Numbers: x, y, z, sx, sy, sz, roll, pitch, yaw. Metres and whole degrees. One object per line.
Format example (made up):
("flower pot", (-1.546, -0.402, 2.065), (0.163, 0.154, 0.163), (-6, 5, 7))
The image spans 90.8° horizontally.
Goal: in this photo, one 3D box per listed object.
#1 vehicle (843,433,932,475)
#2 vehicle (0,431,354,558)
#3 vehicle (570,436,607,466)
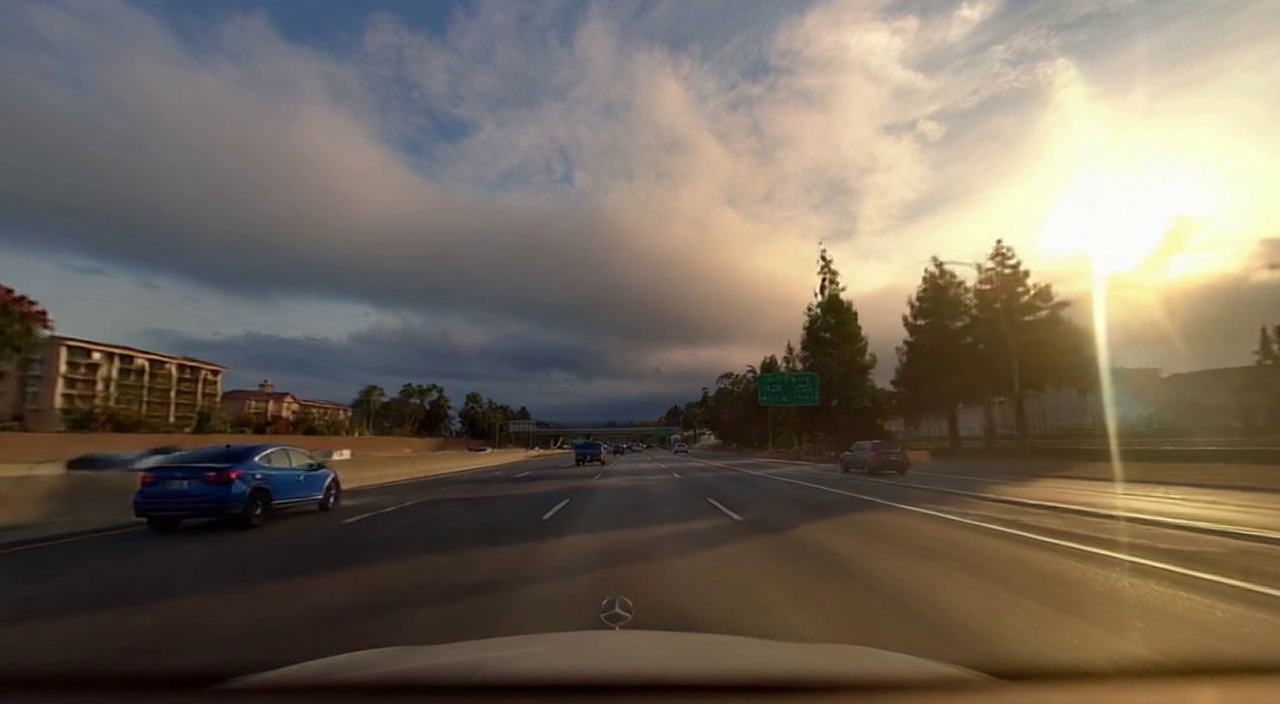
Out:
("vehicle", (11.461, 4.770, 29.645), (2.168, 1.792, 4.457), (0, -9, -2))
("vehicle", (-6.727, 2.078, 10.017), (2.018, 1.480, 4.999), (0, -9, 0))
("vehicle", (-3.655, 7.152, 45.653), (2.225, 1.967, 4.673), (0, -9, 1))
